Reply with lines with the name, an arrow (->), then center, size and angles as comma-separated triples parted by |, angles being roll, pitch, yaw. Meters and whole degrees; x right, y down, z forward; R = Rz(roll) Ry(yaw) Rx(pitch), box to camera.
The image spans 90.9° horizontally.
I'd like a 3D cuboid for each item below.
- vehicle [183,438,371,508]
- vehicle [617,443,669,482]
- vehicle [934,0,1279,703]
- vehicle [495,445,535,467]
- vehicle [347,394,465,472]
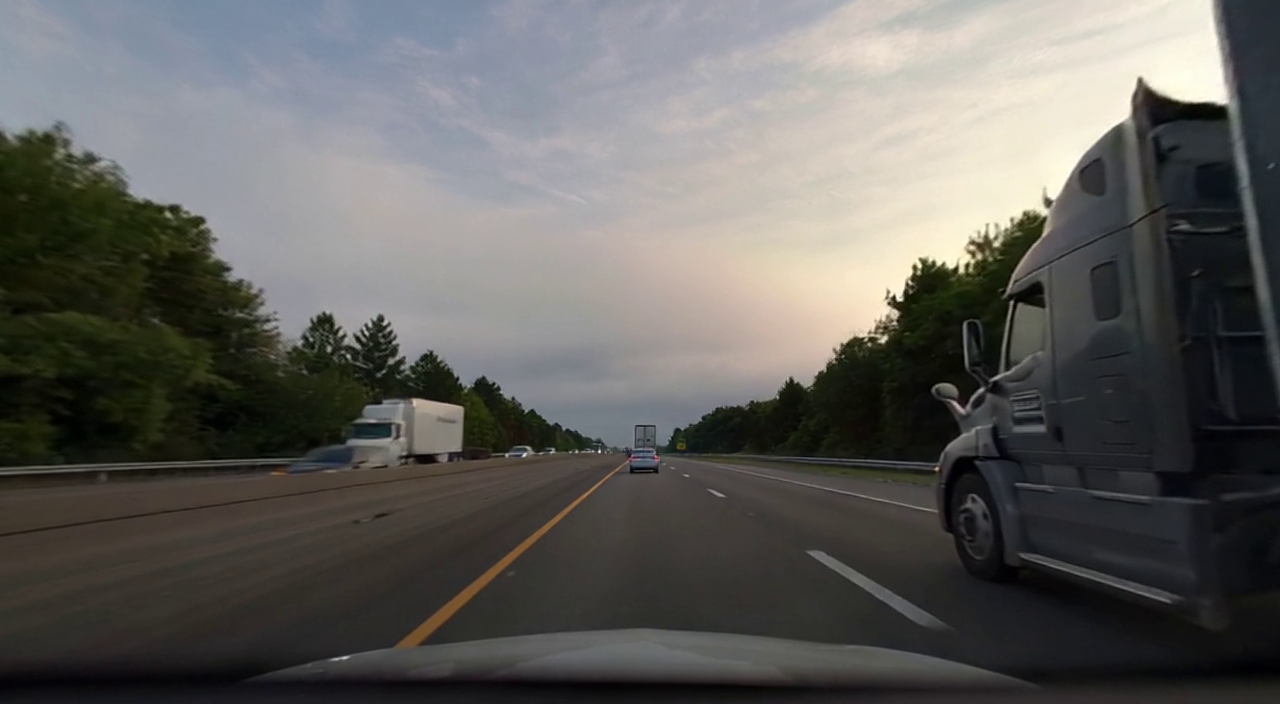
vehicle -> -8.771, 2.934, 15.856 | 1.930, 1.479, 4.706 | 0, -8, 0
vehicle -> 0.106, 4.762, 27.458 | 2.114, 1.523, 4.012 | 0, -8, -1
vehicle -> 4.388, -0.185, 3.014 | 3.010, 3.911, 5.858 | 0, -8, 0
vehicle -> -8.609, 7.165, 43.669 | 1.851, 1.457, 4.155 | 0, -8, 0
vehicle -> -13.408, 4.899, 37.460 | 2.977, 3.982, 10.269 | 0, -8, 0
